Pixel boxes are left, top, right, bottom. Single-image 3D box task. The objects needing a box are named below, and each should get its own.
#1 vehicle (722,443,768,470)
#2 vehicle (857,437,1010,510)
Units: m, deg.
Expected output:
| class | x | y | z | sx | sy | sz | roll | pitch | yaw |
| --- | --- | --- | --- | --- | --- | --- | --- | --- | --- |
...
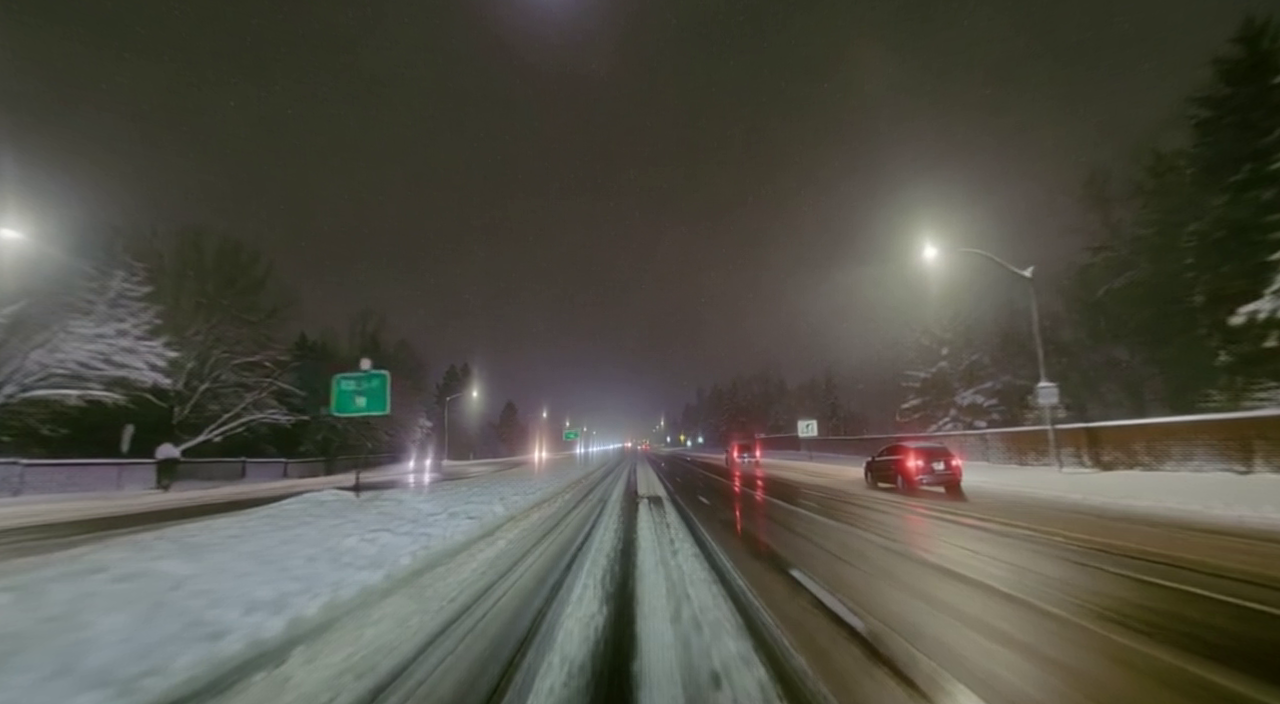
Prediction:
| class | x | y | z | sx | sy | sz | roll | pitch | yaw |
| --- | --- | --- | --- | --- | --- | --- | --- | --- | --- |
| vehicle | 6.597 | 6.579 | 40.149 | 1.987 | 1.597 | 4.463 | 0 | -8 | -2 |
| vehicle | 6.850 | 2.852 | 15.246 | 1.838 | 1.518 | 3.713 | 0 | -8 | -1 |
